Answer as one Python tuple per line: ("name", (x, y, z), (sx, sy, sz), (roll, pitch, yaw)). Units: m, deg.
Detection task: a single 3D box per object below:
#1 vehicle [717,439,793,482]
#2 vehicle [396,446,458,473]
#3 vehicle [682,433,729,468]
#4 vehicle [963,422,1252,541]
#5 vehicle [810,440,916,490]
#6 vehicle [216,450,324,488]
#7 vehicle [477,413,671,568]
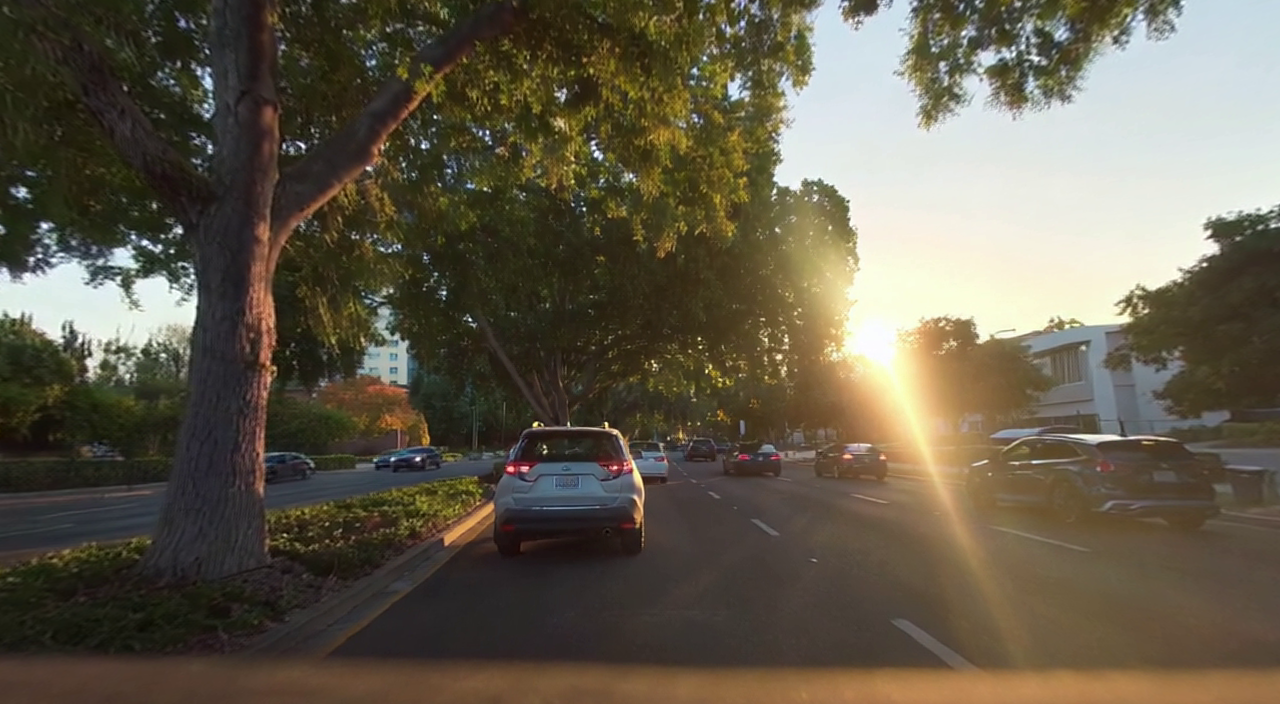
("vehicle", (4.257, 4.086, 24.193), (2.175, 1.477, 4.520), (0, -8, 2))
("vehicle", (-12.150, 6.153, 36.356), (1.981, 1.463, 4.395), (0, -8, 1))
("vehicle", (3.687, 5.680, 36.475), (2.114, 1.846, 4.659), (0, -8, -1))
("vehicle", (7.974, 2.220, 11.481), (2.168, 1.709, 4.289), (-1, -8, 5))
("vehicle", (7.276, 3.699, 21.103), (1.977, 1.485, 4.308), (0, -8, 0))
("vehicle", (-15.848, 4.998, 27.389), (1.900, 1.467, 4.609), (0, -8, 0))
("vehicle", (-0.872, 1.786, 8.842), (2.106, 1.655, 3.717), (1, -8, -5))
